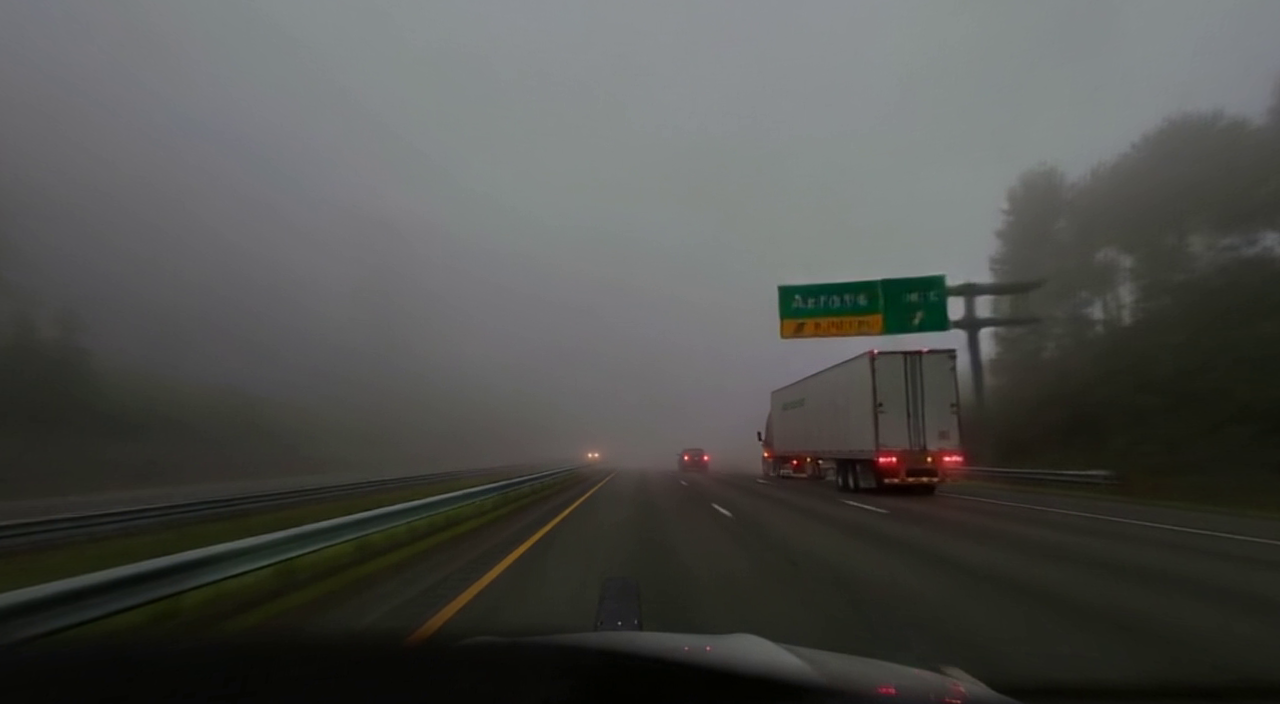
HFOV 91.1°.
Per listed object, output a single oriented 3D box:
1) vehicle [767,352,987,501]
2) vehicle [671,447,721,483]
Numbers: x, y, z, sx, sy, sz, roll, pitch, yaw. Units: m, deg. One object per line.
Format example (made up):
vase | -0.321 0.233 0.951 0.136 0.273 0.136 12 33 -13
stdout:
vehicle | 7.811 3.065 24.055 2.907 4.042 13.858 0 -9 0
vehicle | 2.606 5.382 30.133 2.024 1.579 3.707 0 -9 0
